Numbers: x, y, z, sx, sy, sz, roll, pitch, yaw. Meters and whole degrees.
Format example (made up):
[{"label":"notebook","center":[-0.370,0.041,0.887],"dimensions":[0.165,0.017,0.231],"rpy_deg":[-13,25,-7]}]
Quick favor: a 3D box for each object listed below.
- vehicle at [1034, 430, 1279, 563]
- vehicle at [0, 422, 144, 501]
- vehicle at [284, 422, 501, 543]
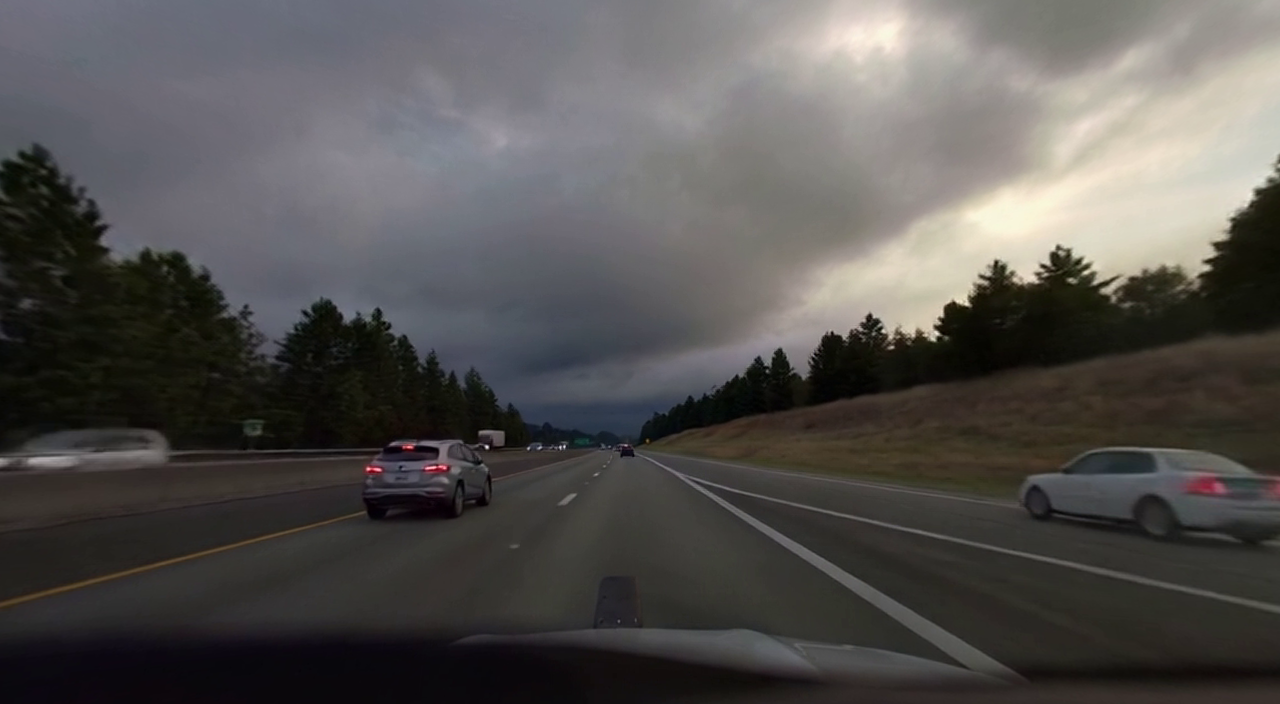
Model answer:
[{"label":"vehicle","center":[8.381,1.906,8.735],"dimensions":[2.117,1.558,4.736],"rpy_deg":[2,-9,-12]},{"label":"vehicle","center":[-13.193,2.299,13.314],"dimensions":[1.870,1.489,4.309],"rpy_deg":[0,-9,-1]},{"label":"vehicle","center":[-4.078,2.224,11.359],"dimensions":[2.111,1.717,4.426],"rpy_deg":[0,-9,0]}]
